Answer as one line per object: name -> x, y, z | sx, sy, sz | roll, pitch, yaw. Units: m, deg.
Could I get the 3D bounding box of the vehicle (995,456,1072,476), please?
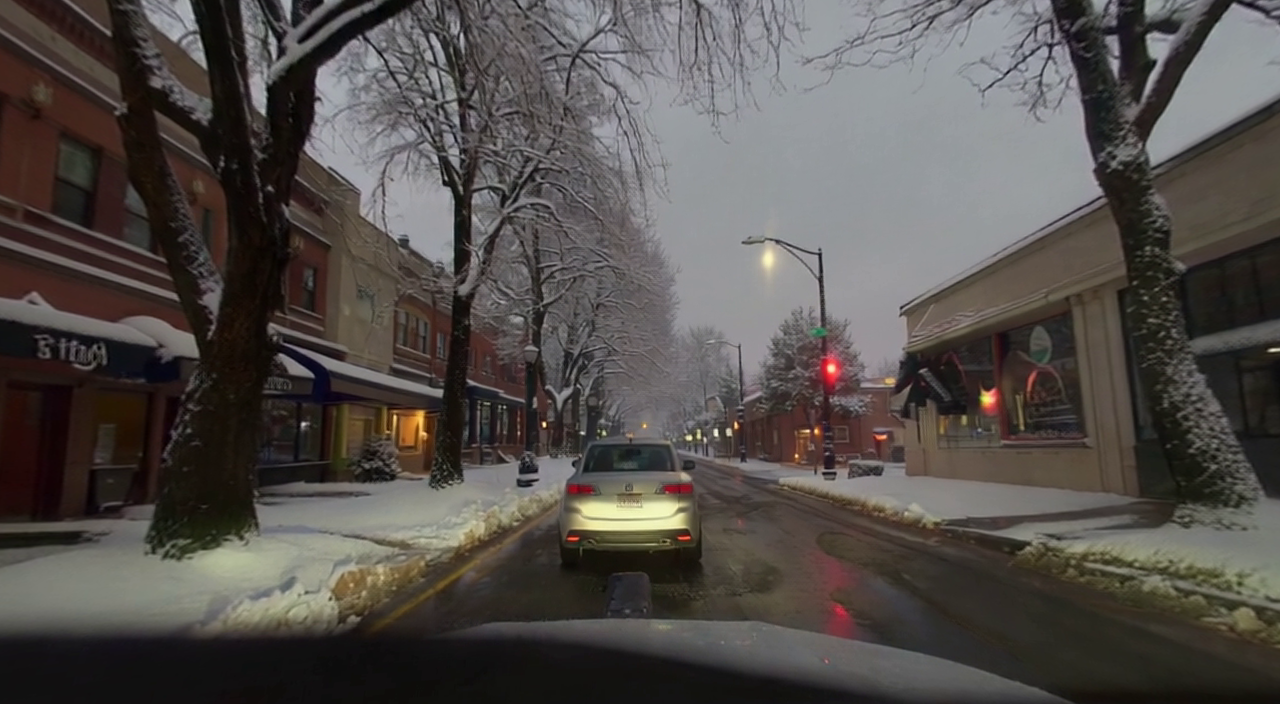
vehicle -> 29.824, 8.624, 47.834 | 4.668, 1.441, 1.904 | 1, -9, -6

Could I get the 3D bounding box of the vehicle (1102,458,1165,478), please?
vehicle -> 37.346, 8.783, 47.760 | 3.445, 1.363, 1.608 | 2, -9, -1

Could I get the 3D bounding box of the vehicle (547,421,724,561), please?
vehicle -> -0.084, 1.923, 9.423 | 2.079, 1.621, 3.861 | 0, -8, -1
